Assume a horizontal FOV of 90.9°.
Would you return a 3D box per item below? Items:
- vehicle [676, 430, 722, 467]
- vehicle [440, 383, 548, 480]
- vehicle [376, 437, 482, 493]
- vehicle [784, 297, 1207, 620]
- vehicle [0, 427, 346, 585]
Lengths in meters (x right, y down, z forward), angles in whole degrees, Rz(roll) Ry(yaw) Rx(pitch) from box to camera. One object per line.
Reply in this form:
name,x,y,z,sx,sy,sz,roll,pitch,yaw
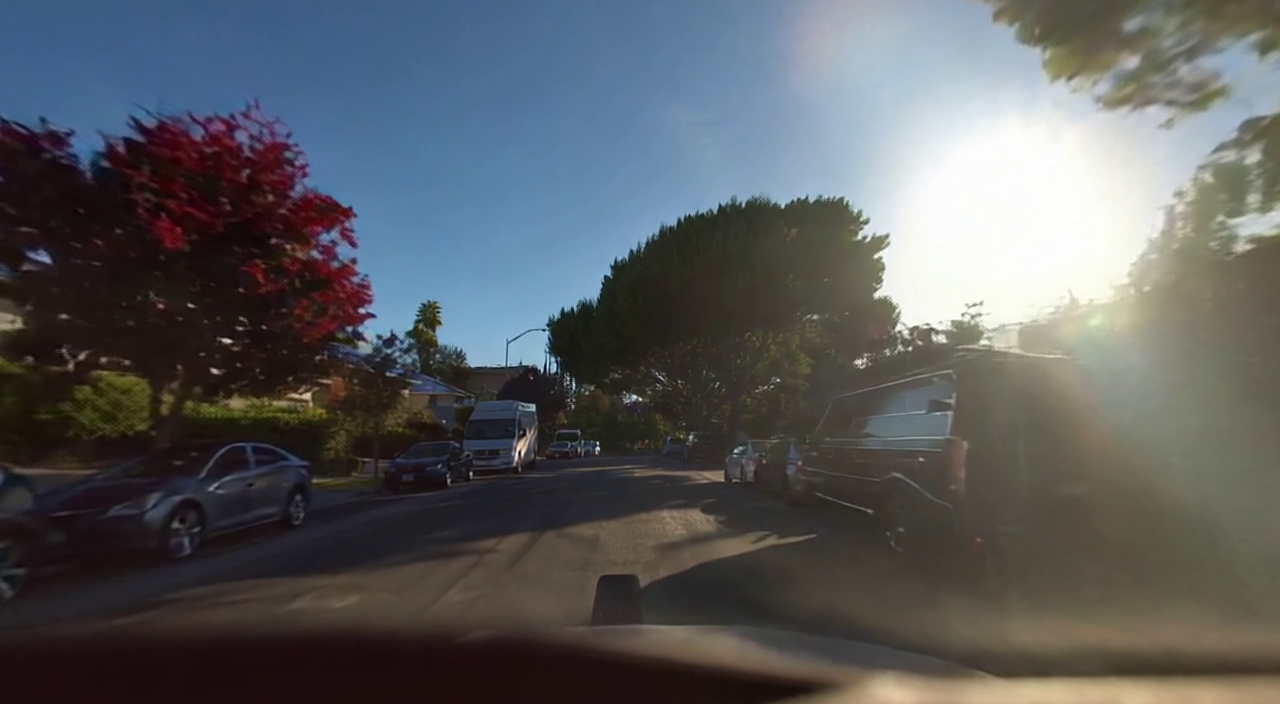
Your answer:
vehicle,3.146,5.218,34.413,1.965,1.855,4.677,0,-8,-1
vehicle,-6.105,3.522,27.883,2.896,3.648,8.004,0,-8,0
vehicle,-6.259,3.357,19.216,1.921,1.470,4.068,0,-8,-1
vehicle,3.371,1.106,7.408,2.215,2.542,4.550,-2,-7,0
vehicle,-6.053,1.924,8.747,1.818,1.563,4.483,-1,-9,0
